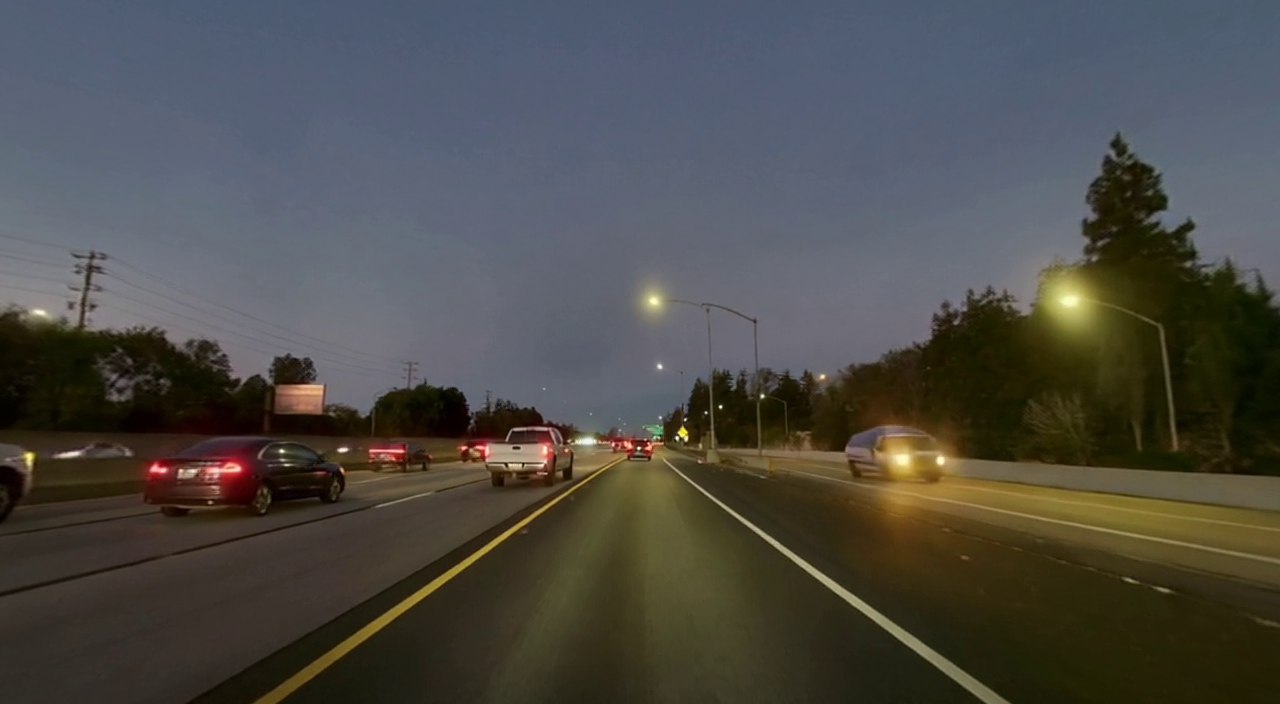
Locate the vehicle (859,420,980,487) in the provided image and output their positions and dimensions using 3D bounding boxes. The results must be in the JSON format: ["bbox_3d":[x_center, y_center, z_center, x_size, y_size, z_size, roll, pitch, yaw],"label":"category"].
[{"bbox_3d":[11.091,4.071,25.545,2.244,2.374,5.762,0,-8,0],"label":"vehicle"}]

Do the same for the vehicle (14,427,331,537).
[{"bbox_3d":[-7.490,2.094,10.827,1.964,1.481,4.425,0,-8,2],"label":"vehicle"}]

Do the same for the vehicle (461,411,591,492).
[{"bbox_3d":[-3.230,3.079,19.723,2.815,2.092,6.526,0,-8,0],"label":"vehicle"}]

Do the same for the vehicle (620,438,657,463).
[{"bbox_3d":[-0.011,5.986,38.213,2.013,1.444,4.447,-1,-8,3],"label":"vehicle"}]

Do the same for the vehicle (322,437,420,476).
[{"bbox_3d":[-10.966,4.284,26.022,1.884,1.453,4.579,0,-8,2],"label":"vehicle"}]
